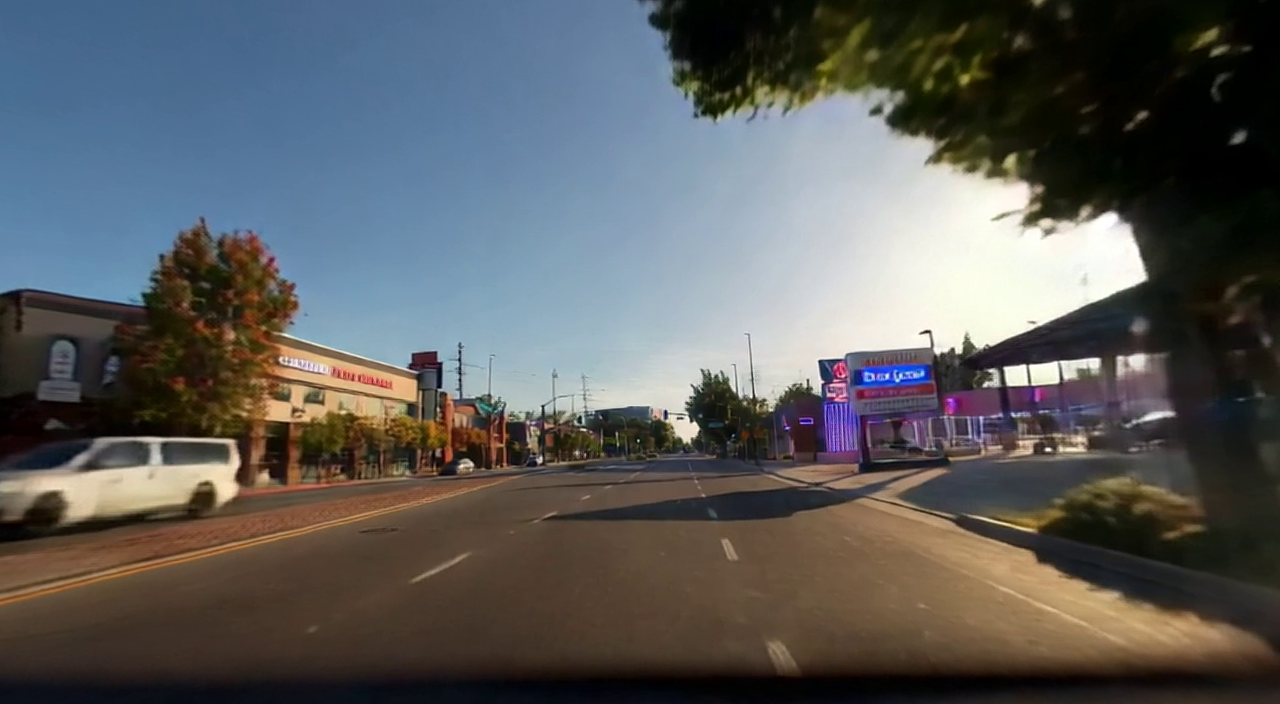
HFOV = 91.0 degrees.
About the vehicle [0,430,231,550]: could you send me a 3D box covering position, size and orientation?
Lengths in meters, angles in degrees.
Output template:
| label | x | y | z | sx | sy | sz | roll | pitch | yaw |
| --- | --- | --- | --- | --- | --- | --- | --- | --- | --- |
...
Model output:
| label | x | y | z | sx | sy | sz | roll | pitch | yaw |
| --- | --- | --- | --- | --- | --- | --- | --- | --- | --- |
| vehicle | -10.267 | 2.416 | 11.739 | 2.209 | 1.773 | 4.481 | 0 | -9 | 0 |
